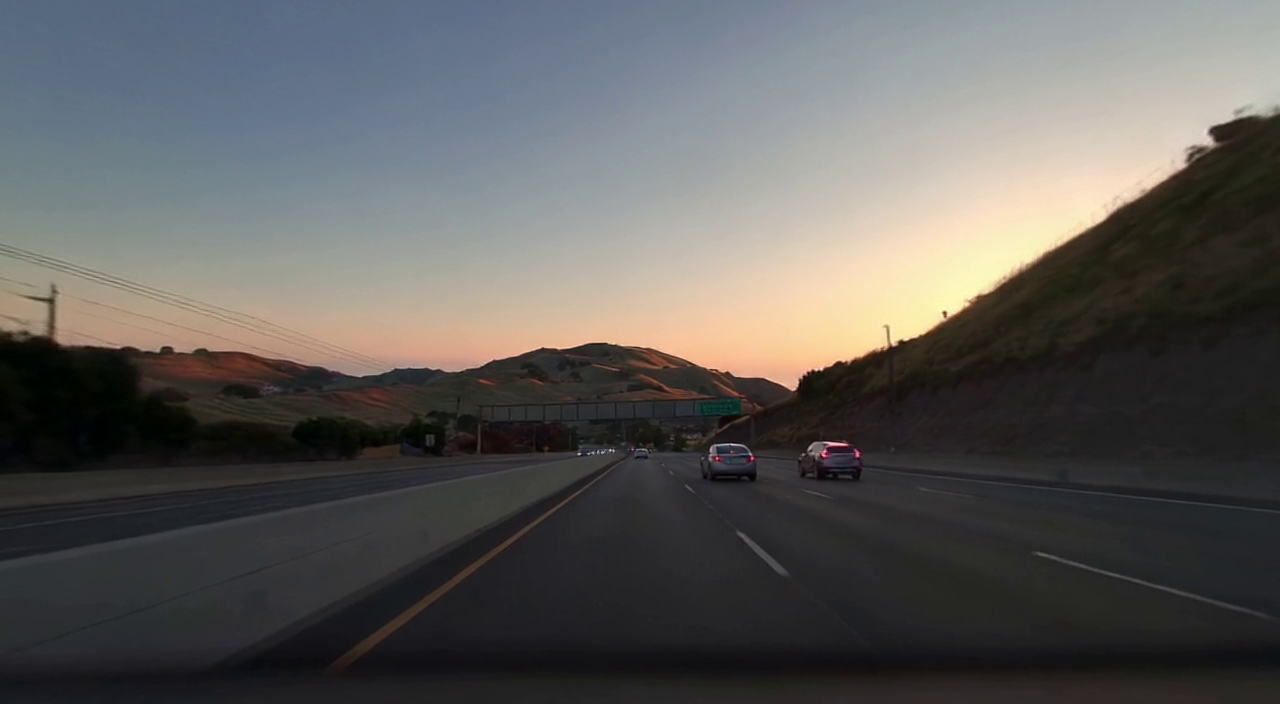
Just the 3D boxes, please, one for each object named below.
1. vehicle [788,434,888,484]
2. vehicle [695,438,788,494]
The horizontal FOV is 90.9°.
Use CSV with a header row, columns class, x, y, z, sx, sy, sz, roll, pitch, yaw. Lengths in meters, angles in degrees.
class,x,y,z,sx,sy,sz,roll,pitch,yaw
vehicle,6.807,3.725,22.283,1.988,1.530,4.777,0,-8,0
vehicle,2.870,3.336,18.828,2.044,1.444,4.216,0,-8,-1
